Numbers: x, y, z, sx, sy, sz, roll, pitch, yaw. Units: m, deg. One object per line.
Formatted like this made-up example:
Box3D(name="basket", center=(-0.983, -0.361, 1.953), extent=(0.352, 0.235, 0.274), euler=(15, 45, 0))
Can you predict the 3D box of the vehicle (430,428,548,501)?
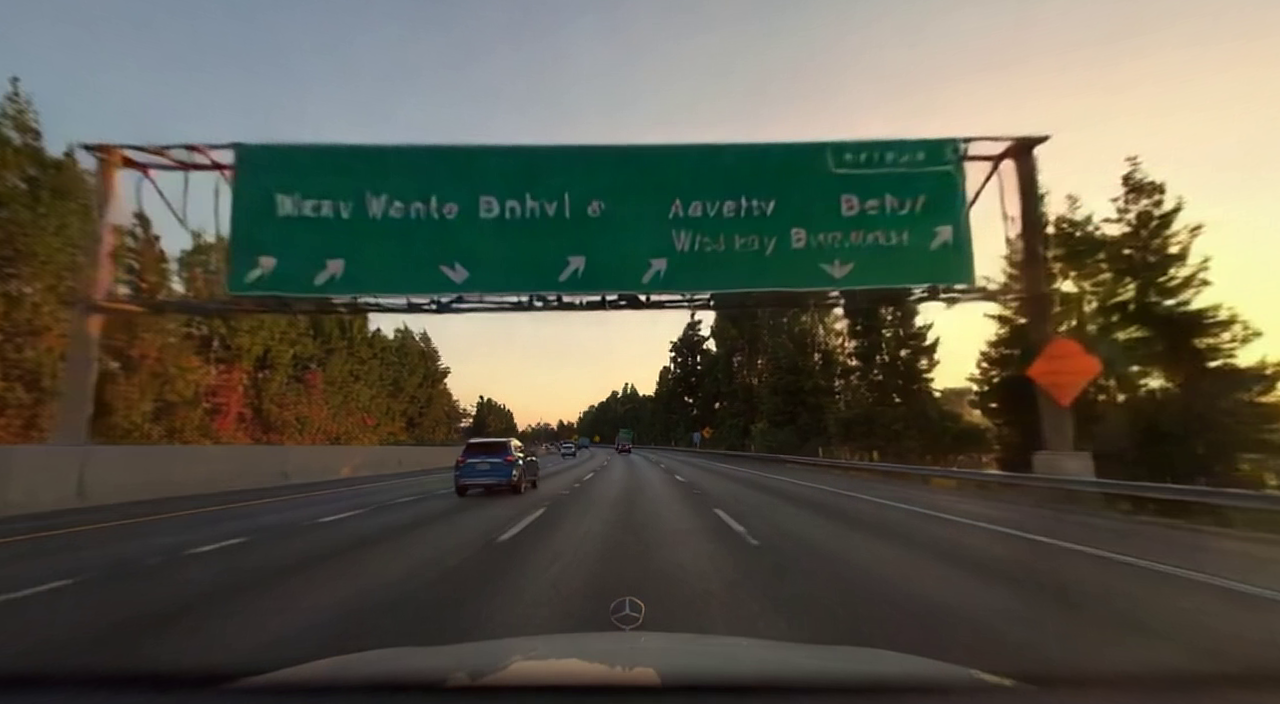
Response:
Box3D(name="vehicle", center=(-3.963, 3.031, 17.451), extent=(2.162, 1.724, 4.537), euler=(0, -8, 0))
